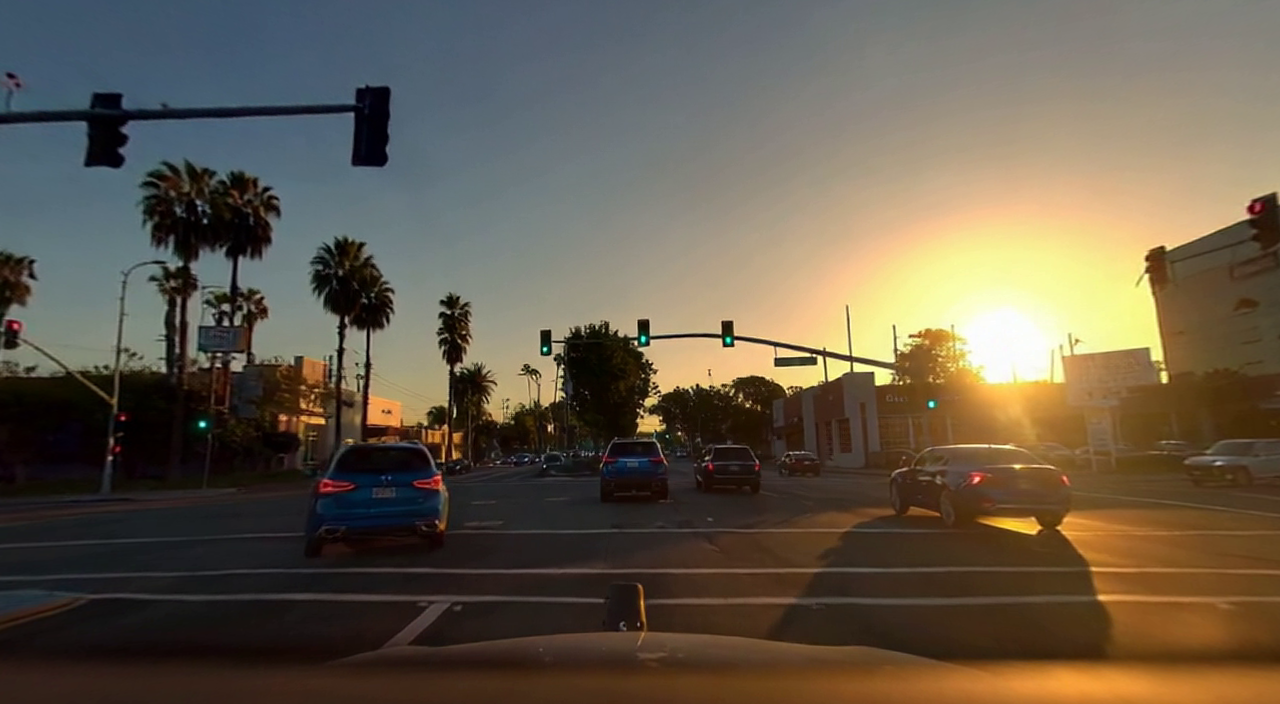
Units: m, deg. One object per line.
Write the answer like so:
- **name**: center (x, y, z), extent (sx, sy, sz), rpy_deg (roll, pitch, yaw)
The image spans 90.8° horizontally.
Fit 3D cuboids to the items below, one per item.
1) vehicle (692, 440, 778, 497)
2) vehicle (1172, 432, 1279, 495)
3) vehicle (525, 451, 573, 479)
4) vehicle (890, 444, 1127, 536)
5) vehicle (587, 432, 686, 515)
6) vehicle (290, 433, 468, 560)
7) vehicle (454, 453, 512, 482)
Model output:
- **vehicle**: center (3.084, 3.878, 21.525), extent (2.112, 1.710, 4.234), rpy_deg (0, -9, -2)
- **vehicle**: center (19.831, 3.366, 19.351), extent (5.053, 1.787, 2.168), rpy_deg (0, -9, -1)
- **vehicle**: center (-5.147, 6.411, 36.178), extent (2.030, 1.441, 4.324), rpy_deg (-1, -9, 1)
- **vehicle**: center (6.784, 2.543, 12.329), extent (1.944, 1.447, 4.309), rpy_deg (0, -9, -1)
- **vehicle**: center (-0.157, 2.972, 15.965), extent (2.151, 1.787, 4.109), rpy_deg (0, -9, -2)
- **vehicle**: center (-4.123, 2.272, 10.807), extent (2.201, 1.644, 4.465), rpy_deg (2, -9, -15)
- **vehicle**: center (-8.533, 6.319, 34.821), extent (2.061, 1.415, 4.289), rpy_deg (0, -9, 1)
